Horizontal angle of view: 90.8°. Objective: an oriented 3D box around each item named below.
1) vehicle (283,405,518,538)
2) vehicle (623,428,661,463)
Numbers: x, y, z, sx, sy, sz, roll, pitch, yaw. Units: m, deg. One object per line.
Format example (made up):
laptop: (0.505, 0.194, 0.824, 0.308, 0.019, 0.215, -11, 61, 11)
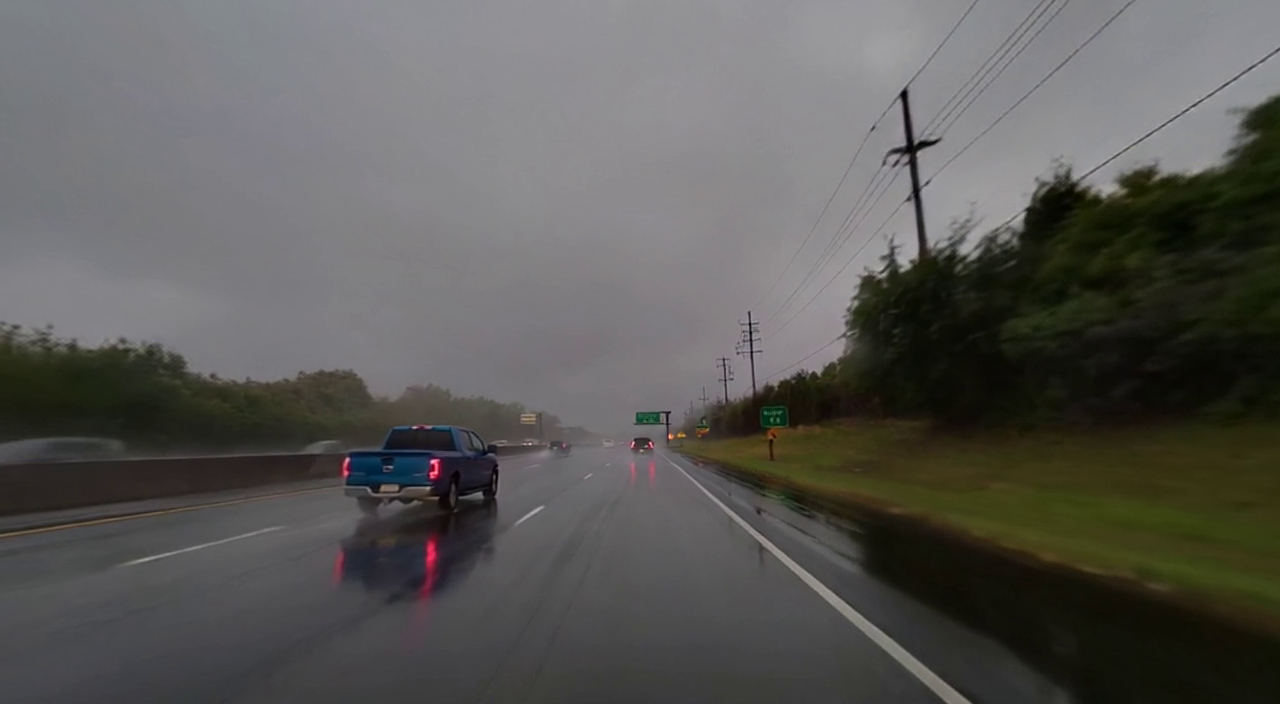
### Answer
vehicle: (-3.817, 2.039, 11.420, 2.204, 1.812, 5.289, 0, -8, 0)
vehicle: (0.101, 6.158, 41.502, 2.358, 2.144, 4.713, 0, -8, 0)
